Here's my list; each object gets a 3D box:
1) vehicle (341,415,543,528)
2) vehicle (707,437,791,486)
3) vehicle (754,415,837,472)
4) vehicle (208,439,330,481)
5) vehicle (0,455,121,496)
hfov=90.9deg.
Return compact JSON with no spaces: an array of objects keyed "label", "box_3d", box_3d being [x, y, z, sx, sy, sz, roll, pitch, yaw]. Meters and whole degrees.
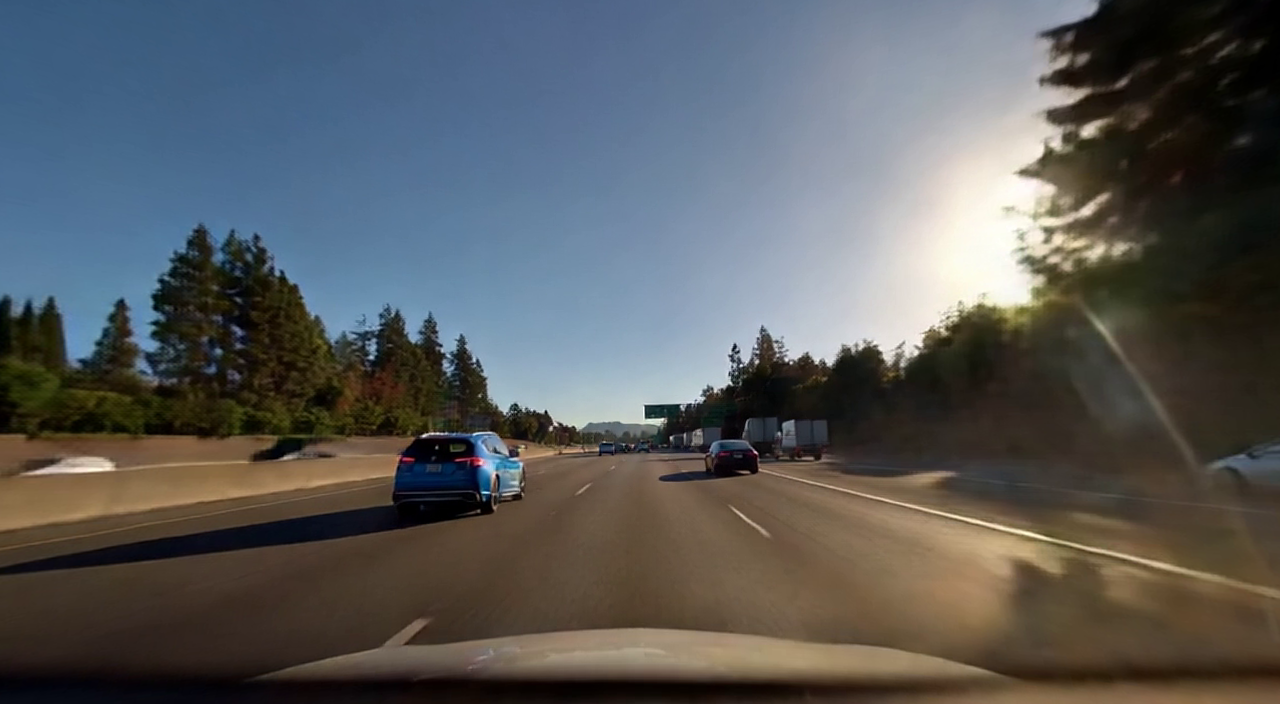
[{"label":"vehicle","box_3d":[-3.526,2.279,12.595,2.218,1.764,5.229,0,-9,2]},{"label":"vehicle","box_3d":[3.645,3.772,22.041,2.080,1.493,4.674,0,-9,-1]},{"label":"vehicle","box_3d":[7.685,4.634,31.911,2.729,2.628,4.875,0,-9,-2]},{"label":"vehicle","box_3d":[-15.870,4.647,27.413,2.054,1.601,5.275,0,-9,1]},{"label":"vehicle","box_3d":[-26.518,5.509,28.537,2.027,1.614,4.719,0,-9,0]}]
